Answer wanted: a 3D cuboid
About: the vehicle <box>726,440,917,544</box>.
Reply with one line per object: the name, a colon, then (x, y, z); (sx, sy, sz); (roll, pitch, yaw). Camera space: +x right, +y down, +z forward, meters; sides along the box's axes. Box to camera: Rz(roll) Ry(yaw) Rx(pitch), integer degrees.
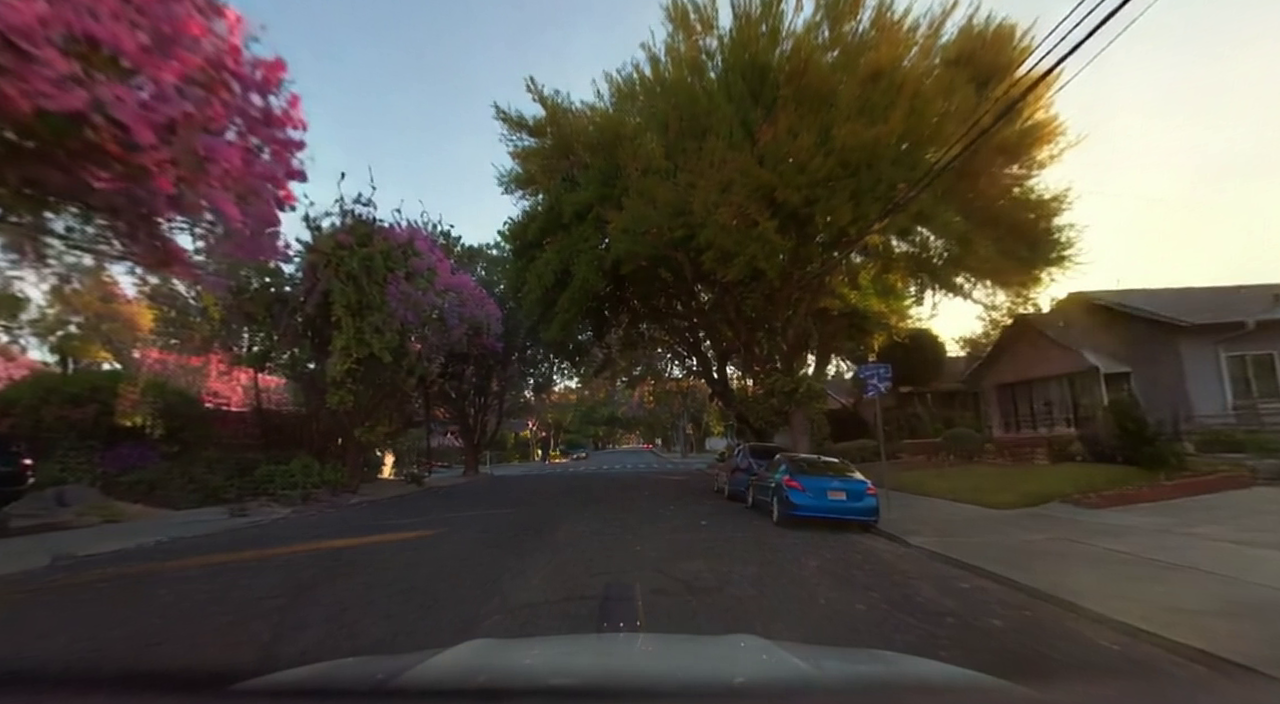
vehicle: (2.878, 2.312, 11.214); (2.022, 1.455, 4.406); (0, -8, -1)
